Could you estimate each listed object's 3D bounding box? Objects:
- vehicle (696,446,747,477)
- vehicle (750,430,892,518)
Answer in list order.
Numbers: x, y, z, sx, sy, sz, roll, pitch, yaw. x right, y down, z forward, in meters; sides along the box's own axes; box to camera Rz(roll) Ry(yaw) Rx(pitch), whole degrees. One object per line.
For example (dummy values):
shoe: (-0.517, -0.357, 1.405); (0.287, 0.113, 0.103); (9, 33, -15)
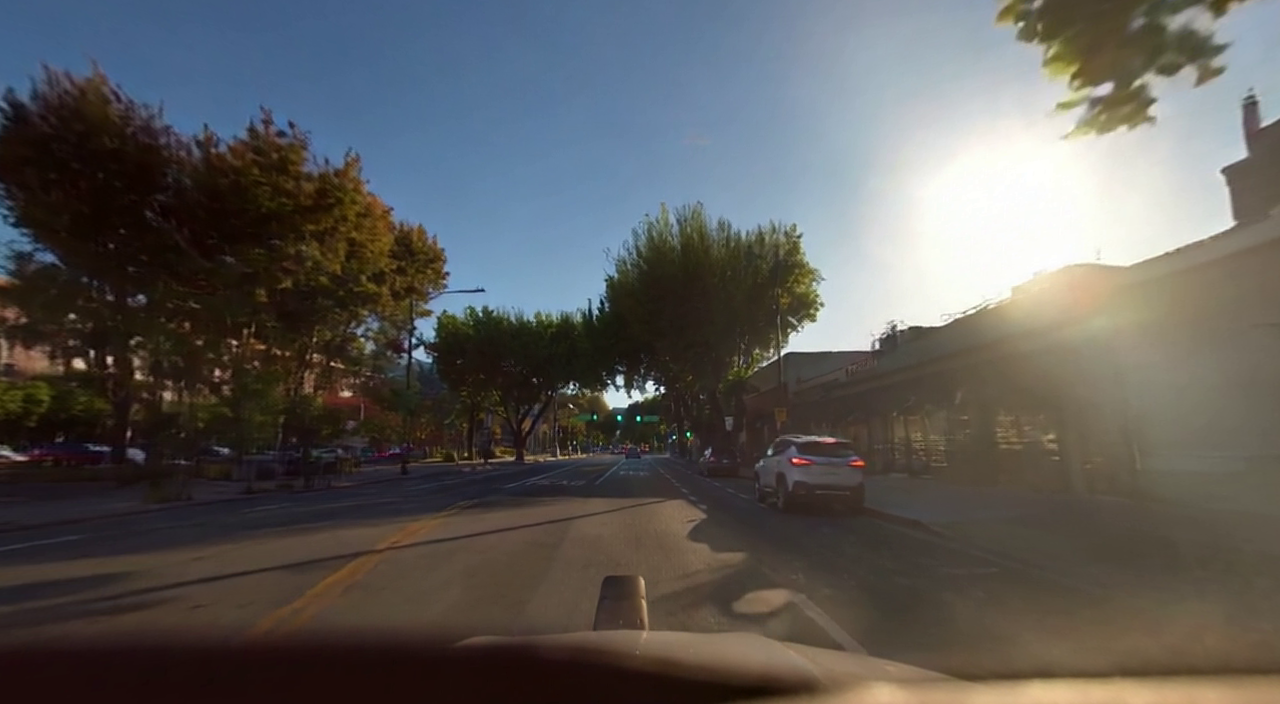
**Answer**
vehicle: (4.141, 5.616, 32.605); (1.856, 1.462, 4.501); (1, -8, -2)
vehicle: (4.051, 2.805, 15.040); (1.957, 1.753, 4.413); (0, -8, -2)
